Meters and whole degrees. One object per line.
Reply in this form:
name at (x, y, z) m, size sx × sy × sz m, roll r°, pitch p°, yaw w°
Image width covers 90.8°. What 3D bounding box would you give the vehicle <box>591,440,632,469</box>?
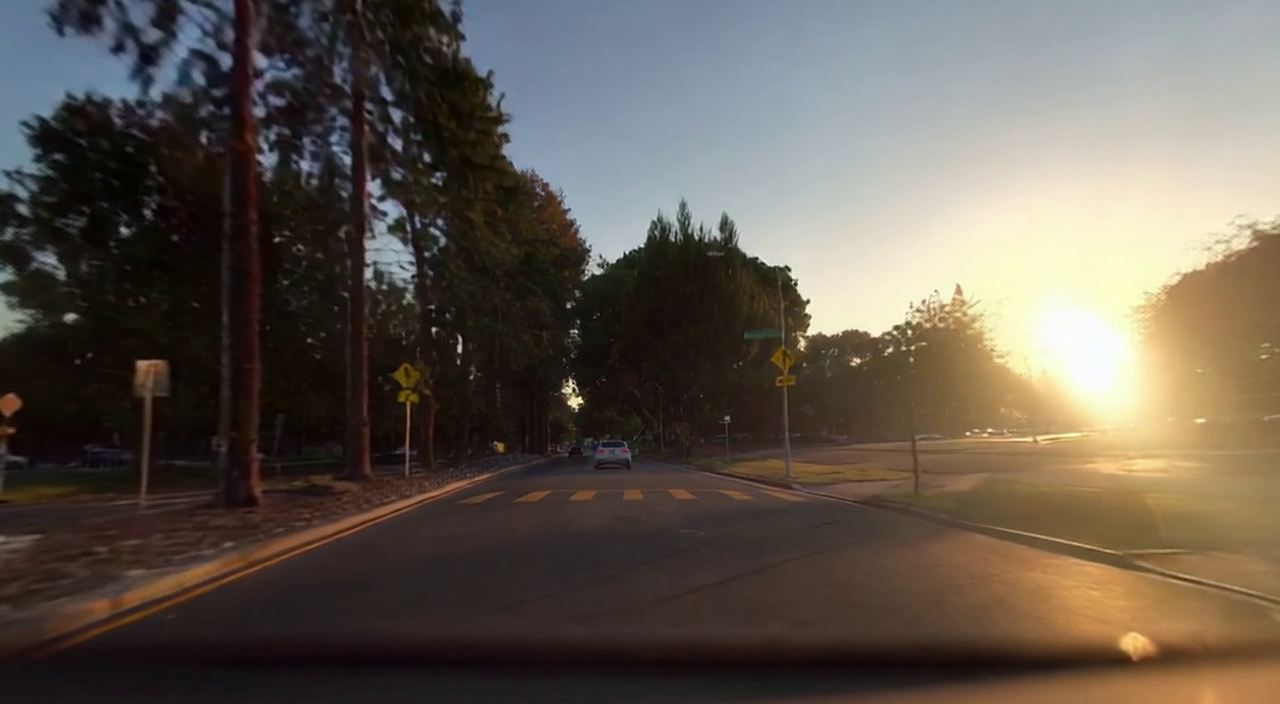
vehicle at (-1.661, 5.728, 35.596) m, size 2.142 × 1.501 × 4.273 m, roll 1°, pitch -8°, yaw -5°
